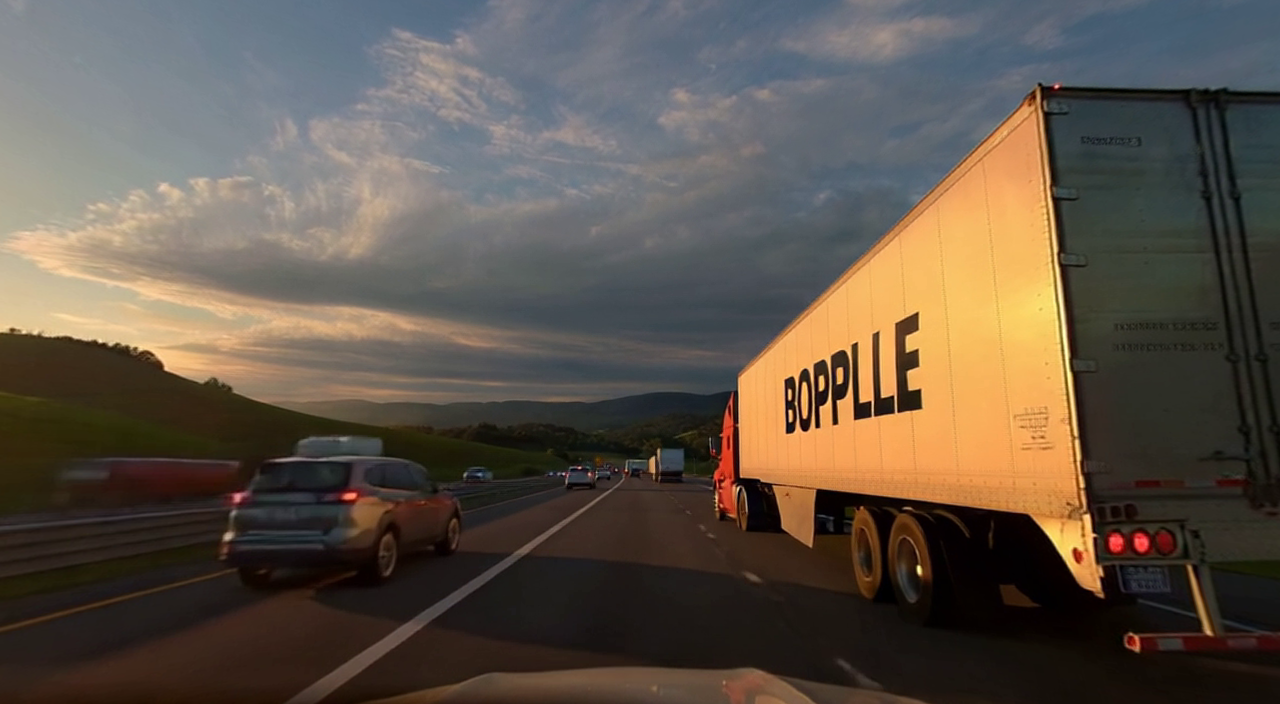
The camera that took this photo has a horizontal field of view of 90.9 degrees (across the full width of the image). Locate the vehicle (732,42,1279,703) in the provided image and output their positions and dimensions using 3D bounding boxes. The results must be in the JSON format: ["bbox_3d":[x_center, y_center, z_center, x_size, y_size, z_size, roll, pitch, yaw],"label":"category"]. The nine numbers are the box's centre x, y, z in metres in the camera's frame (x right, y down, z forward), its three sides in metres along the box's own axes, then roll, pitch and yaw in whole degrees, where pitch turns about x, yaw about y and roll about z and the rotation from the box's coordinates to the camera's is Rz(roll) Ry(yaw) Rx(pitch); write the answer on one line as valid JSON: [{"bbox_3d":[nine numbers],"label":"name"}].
[{"bbox_3d":[4.085,1.311,10.605,2.839,4.062,14.051,1,-11,0],"label":"vehicle"}]

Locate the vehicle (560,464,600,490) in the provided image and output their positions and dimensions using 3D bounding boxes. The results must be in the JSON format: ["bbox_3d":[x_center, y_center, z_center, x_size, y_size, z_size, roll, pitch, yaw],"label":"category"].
[{"bbox_3d":[-3.907,8.274,41.697,2.088,1.566,4.853,1,-11,1],"label":"vehicle"}]

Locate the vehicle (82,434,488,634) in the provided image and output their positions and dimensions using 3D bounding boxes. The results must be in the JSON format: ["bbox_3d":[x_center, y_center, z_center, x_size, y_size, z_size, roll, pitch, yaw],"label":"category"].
[{"bbox_3d":[-3.277,1.816,7.095,2.021,1.505,4.286,1,-11,0],"label":"vehicle"}]
